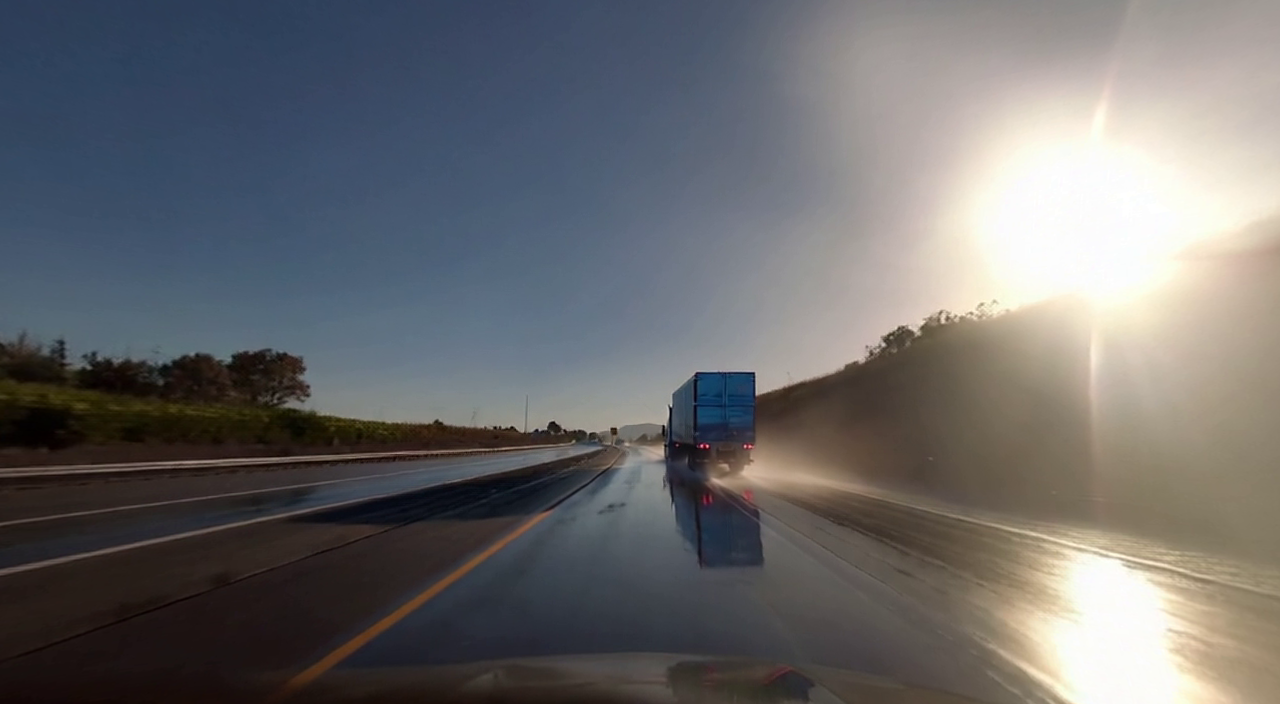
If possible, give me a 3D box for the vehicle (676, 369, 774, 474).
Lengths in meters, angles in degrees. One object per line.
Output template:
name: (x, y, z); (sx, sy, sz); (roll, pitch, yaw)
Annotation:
vehicle: (4.068, 3.981, 34.295); (3.615, 4.578, 13.539); (0, -8, 1)
